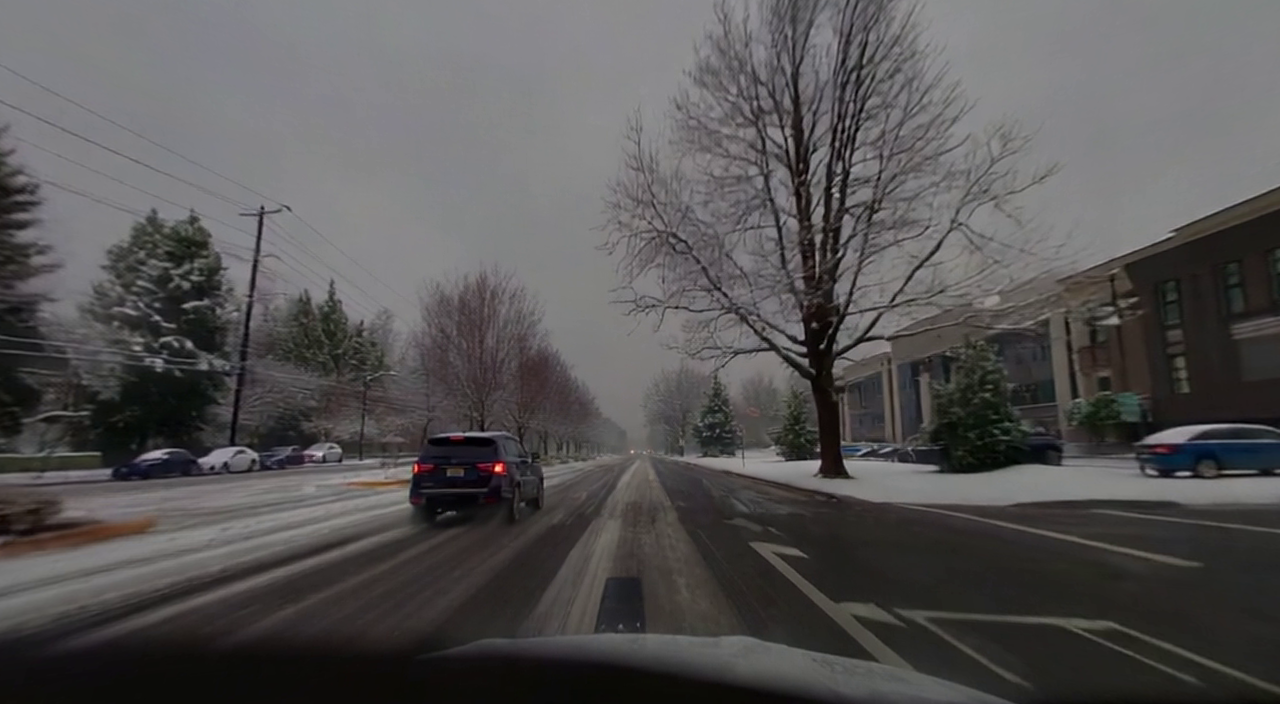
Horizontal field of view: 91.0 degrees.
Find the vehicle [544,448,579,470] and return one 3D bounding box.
[{"bbox_3d":[-5.786,7.921,46.691,1.982,1.478,4.465,0,-9,1],"label":"vehicle"}]

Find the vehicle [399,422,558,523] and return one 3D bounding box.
[{"bbox_3d":[-3.201,2.527,13.623,2.112,1.779,4.489,0,-9,1],"label":"vehicle"}]

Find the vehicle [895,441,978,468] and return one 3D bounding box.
[{"bbox_3d":[18.697,6.461,39.757,4.331,1.655,1.884,1,-9,-7],"label":"vehicle"}]

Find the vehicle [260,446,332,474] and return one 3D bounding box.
[{"bbox_3d":[-25.118,7.883,46.258,2.142,1.895,5.528,0,-9,0],"label":"vehicle"}]

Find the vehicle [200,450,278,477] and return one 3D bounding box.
[{"bbox_3d":[-25.213,7.001,39.792,1.844,1.619,4.725,0,-9,0],"label":"vehicle"}]

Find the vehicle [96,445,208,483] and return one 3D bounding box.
[{"bbox_3d":[-25.304,5.804,32.927,1.990,1.822,4.751,0,-9,0],"label":"vehicle"}]

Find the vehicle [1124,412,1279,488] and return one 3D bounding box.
[{"bbox_3d":[18.741,2.981,19.427,5.903,2.099,2.290,0,-9,-6],"label":"vehicle"}]
